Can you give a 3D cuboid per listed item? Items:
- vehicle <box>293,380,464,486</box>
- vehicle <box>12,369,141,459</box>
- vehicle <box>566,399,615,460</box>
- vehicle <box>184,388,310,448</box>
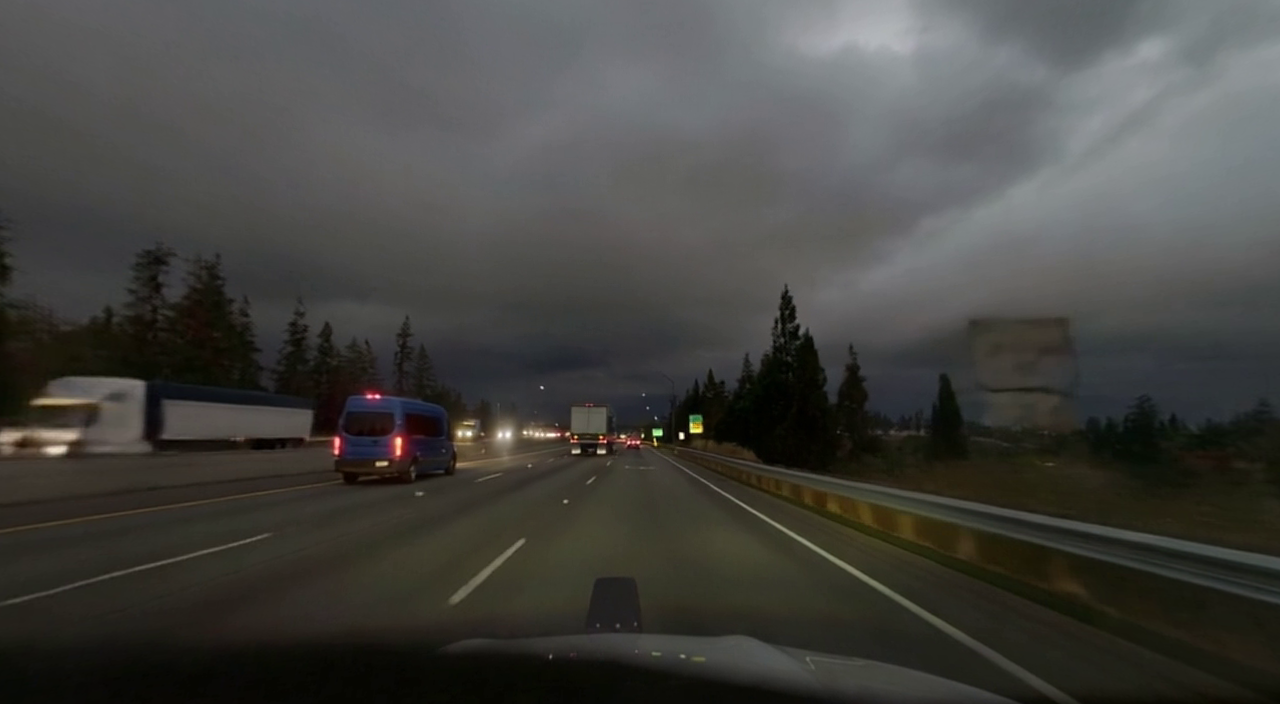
[{"bbox_3d":[-7.847,2.592,20.072,2.396,2.763,6.935,0,-8,0],"label":"vehicle"},{"bbox_3d":[-26.332,2.944,29.639,3.136,4.017,2.784,0,-8,0],"label":"vehicle"},{"bbox_3d":[-3.552,5.847,47.307,3.173,4.185,8.360,0,-8,-1],"label":"vehicle"},{"bbox_3d":[-26.418,4.626,43.078,3.101,3.649,8.578,0,-8,-1],"label":"vehicle"}]
